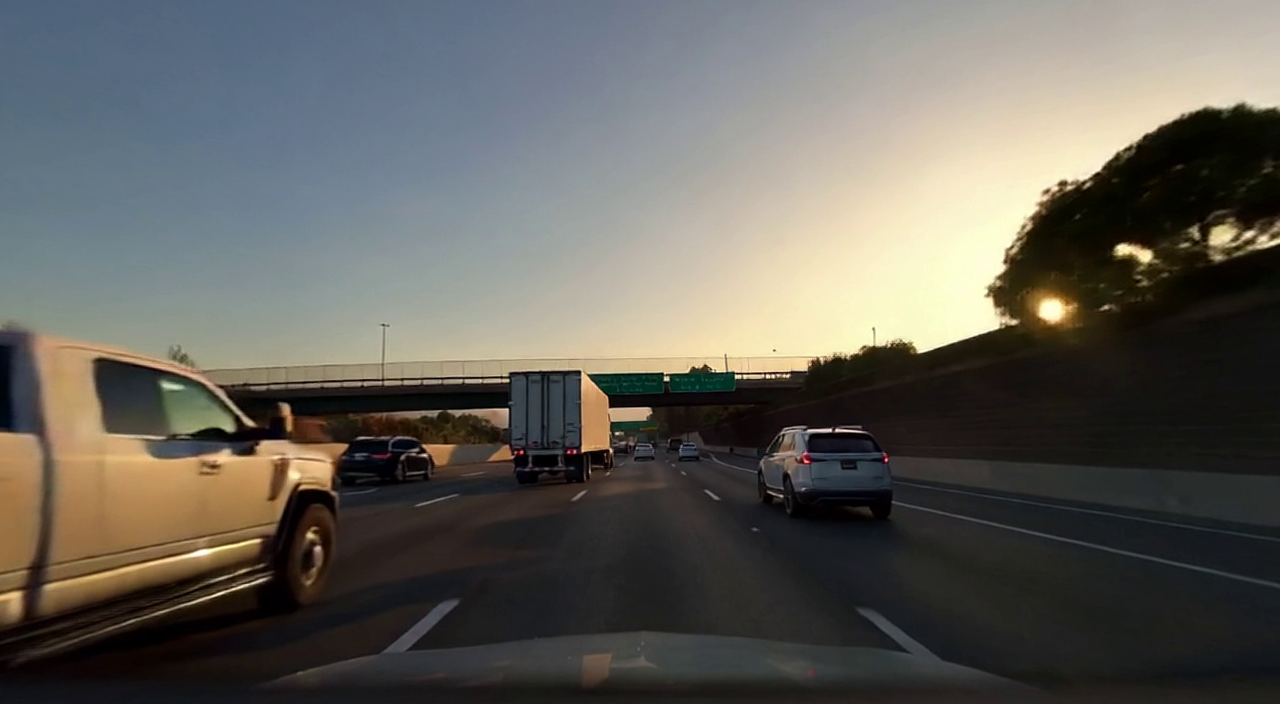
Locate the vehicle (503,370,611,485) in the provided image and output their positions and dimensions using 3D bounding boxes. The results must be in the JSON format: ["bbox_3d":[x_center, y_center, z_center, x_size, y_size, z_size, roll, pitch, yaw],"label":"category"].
[{"bbox_3d":[-3.328,3.816,30.445,2.869,4.108,15.564,0,-8,1],"label":"vehicle"}]

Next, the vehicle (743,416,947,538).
[{"bbox_3d":[3.194,2.048,10.935,2.028,1.658,4.334,0,-8,-1],"label":"vehicle"}]

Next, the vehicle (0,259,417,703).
[{"bbox_3d":[-3.590,0.796,2.929,2.645,2.023,6.491,0,-8,1],"label":"vehicle"}]
